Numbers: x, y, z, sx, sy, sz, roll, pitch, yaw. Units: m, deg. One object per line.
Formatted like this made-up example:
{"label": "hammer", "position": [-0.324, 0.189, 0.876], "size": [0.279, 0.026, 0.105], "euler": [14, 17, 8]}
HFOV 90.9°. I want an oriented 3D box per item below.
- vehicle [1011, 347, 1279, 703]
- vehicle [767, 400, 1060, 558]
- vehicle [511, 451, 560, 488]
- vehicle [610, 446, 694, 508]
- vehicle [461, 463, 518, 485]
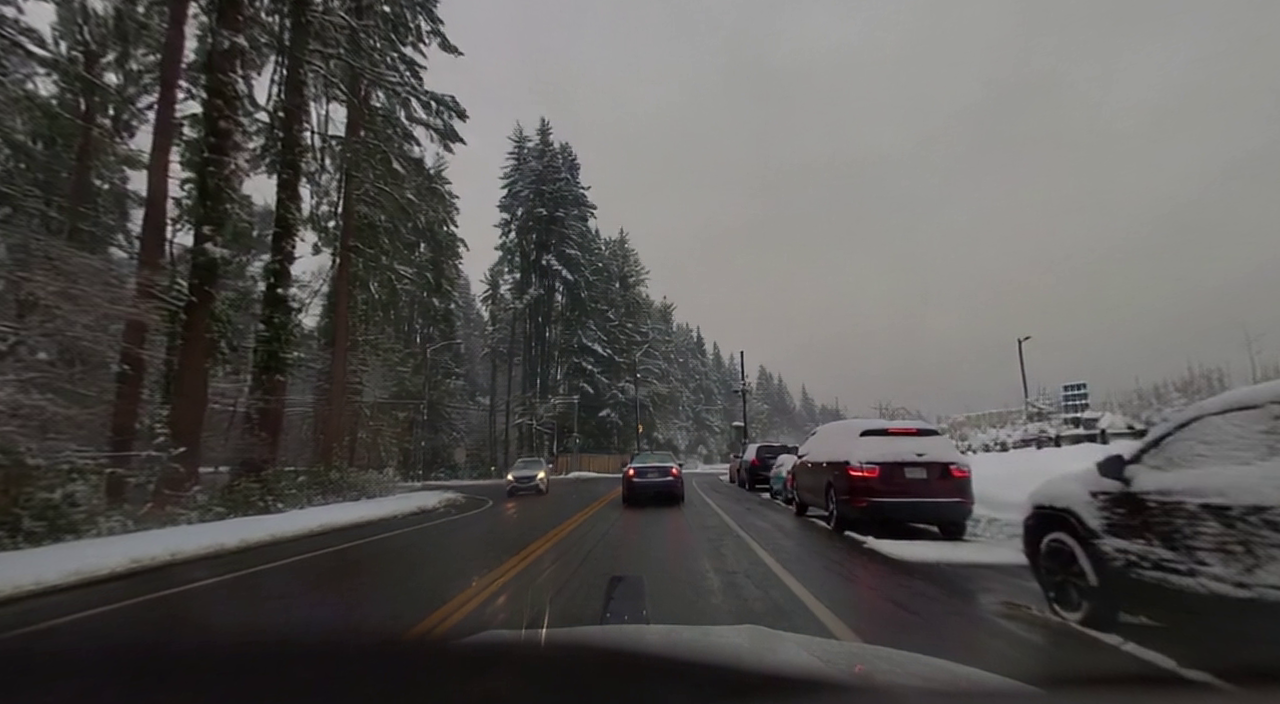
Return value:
{"label": "vehicle", "position": [4.101, 0.874, 2.865], "size": [2.093, 1.822, 4.483], "euler": [0, -8, 1]}
{"label": "vehicle", "position": [4.191, 2.113, 11.432], "size": [2.484, 2.037, 6.362], "euler": [0, -8, 0]}
{"label": "vehicle", "position": [-6.233, 6.839, 37.110], "size": [2.131, 1.961, 4.955], "euler": [2, -9, -17]}
{"label": "vehicle", "position": [0.371, 3.448, 17.858], "size": [2.078, 1.521, 4.058], "euler": [0, -8, 2]}
{"label": "vehicle", "position": [-11.785, 9.474, 49.156], "size": [2.087, 1.544, 4.811], "euler": [8, -12, -44]}
